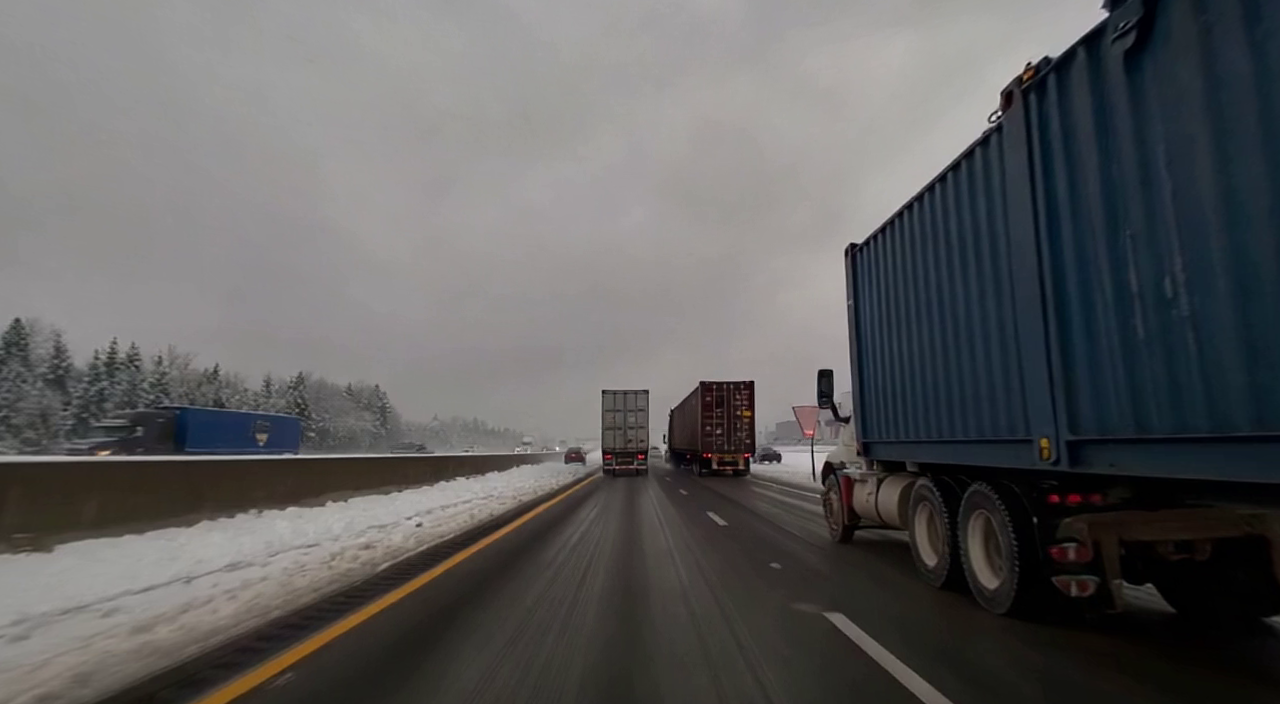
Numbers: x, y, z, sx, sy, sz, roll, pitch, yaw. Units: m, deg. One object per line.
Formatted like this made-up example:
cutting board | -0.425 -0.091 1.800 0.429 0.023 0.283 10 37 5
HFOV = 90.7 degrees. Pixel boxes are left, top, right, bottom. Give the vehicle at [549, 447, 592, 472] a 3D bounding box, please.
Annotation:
vehicle | -4.279 6.697 39.736 2.138 1.478 4.641 0 -9 0

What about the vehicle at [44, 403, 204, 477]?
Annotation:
vehicle | -28.517 4.968 35.548 2.989 3.688 6.884 -1 -9 0

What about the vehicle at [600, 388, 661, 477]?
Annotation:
vehicle | -0.512 4.632 35.533 2.841 4.071 12.046 0 -9 -1

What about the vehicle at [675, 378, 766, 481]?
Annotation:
vehicle | 3.550 4.042 31.671 2.803 4.072 12.744 0 -9 0

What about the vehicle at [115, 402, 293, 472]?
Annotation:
vehicle | -28.704 5.883 43.057 2.832 4.023 13.121 0 -9 0

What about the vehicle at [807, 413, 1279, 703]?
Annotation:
vehicle | 3.031 1.367 5.316 2.073 1.474 4.320 0 -9 0

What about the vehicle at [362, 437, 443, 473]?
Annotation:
vehicle | -12.794 5.595 34.633 2.179 1.779 5.632 -1 -9 1
